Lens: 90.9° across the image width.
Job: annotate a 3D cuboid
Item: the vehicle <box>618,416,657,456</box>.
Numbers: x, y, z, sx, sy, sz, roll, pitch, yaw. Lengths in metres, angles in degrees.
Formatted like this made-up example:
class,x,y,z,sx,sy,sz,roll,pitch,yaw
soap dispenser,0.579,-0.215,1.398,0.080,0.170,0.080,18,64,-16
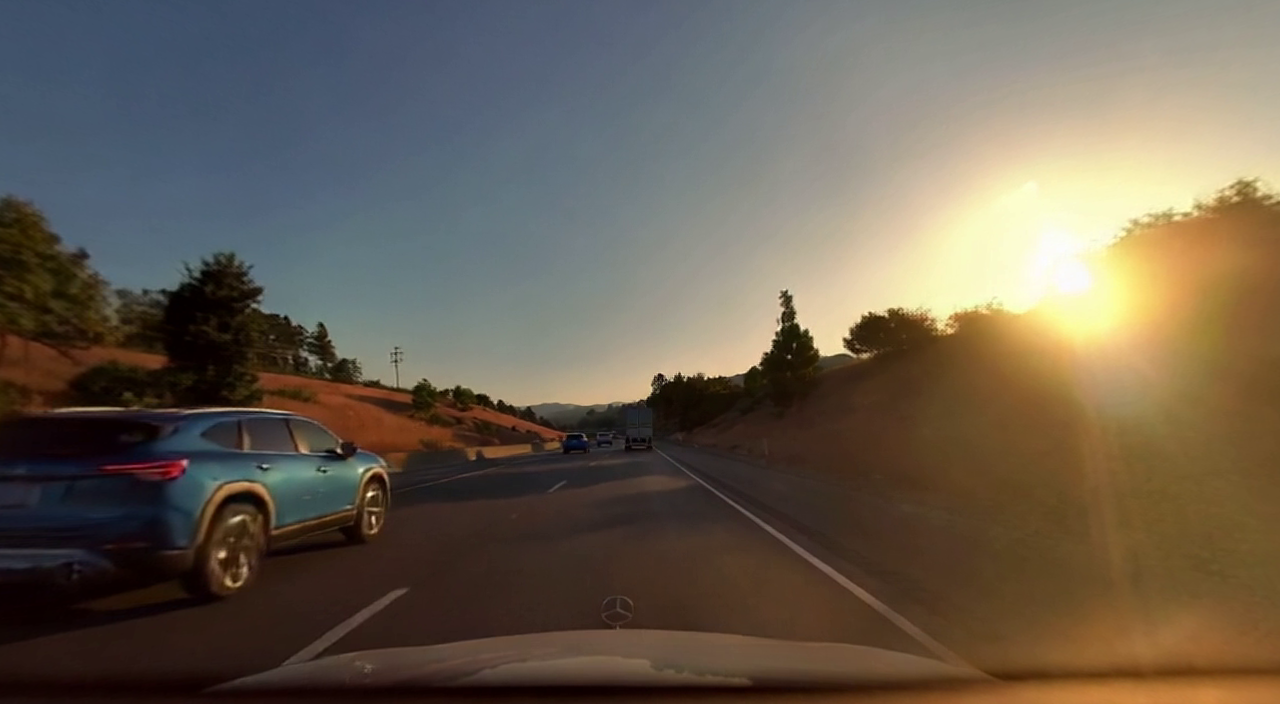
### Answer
class,x,y,z,sx,sy,sz,roll,pitch,yaw
vehicle,-0.200,5.742,42.972,2.526,2.531,5.026,0,-8,-1

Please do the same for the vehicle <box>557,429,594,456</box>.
class,x,y,z,sx,sy,sz,roll,pitch,yaw
vehicle,-4.316,6.134,42.937,2.049,1.726,4.291,0,-8,1

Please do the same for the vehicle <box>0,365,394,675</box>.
class,x,y,z,sx,sy,sz,roll,pitch,yaw
vehicle,-4.076,1.184,5.579,2.045,1.655,4.301,0,-8,0
